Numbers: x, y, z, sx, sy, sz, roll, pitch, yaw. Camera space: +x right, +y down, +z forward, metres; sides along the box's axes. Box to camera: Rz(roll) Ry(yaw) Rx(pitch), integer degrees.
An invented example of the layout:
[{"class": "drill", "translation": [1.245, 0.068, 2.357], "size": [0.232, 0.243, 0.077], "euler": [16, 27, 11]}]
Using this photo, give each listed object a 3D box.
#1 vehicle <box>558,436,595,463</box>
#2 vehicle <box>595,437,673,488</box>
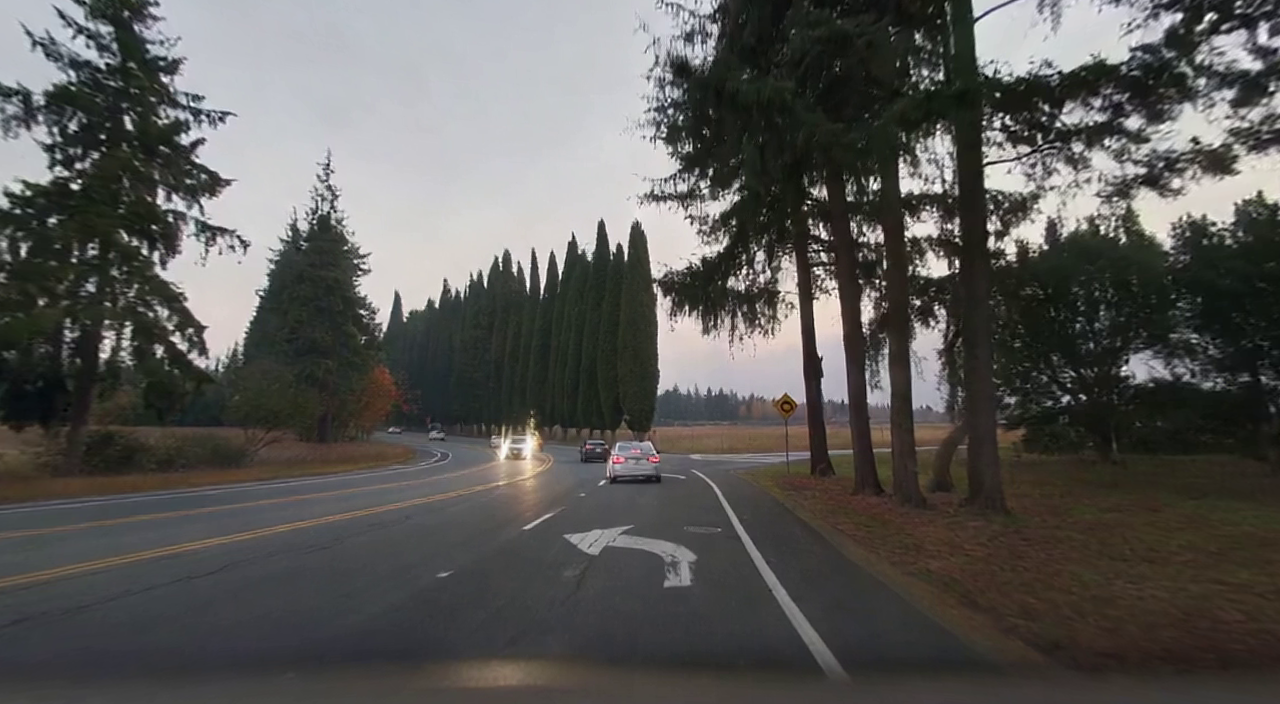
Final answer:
[{"class": "vehicle", "translation": [-3.773, 5.763, 37.276], "size": [2.080, 1.530, 3.719], "euler": [1, -9, -6]}, {"class": "vehicle", "translation": [-0.251, 3.568, 20.649], "size": [2.296, 1.510, 4.068], "euler": [0, -8, -2]}]
